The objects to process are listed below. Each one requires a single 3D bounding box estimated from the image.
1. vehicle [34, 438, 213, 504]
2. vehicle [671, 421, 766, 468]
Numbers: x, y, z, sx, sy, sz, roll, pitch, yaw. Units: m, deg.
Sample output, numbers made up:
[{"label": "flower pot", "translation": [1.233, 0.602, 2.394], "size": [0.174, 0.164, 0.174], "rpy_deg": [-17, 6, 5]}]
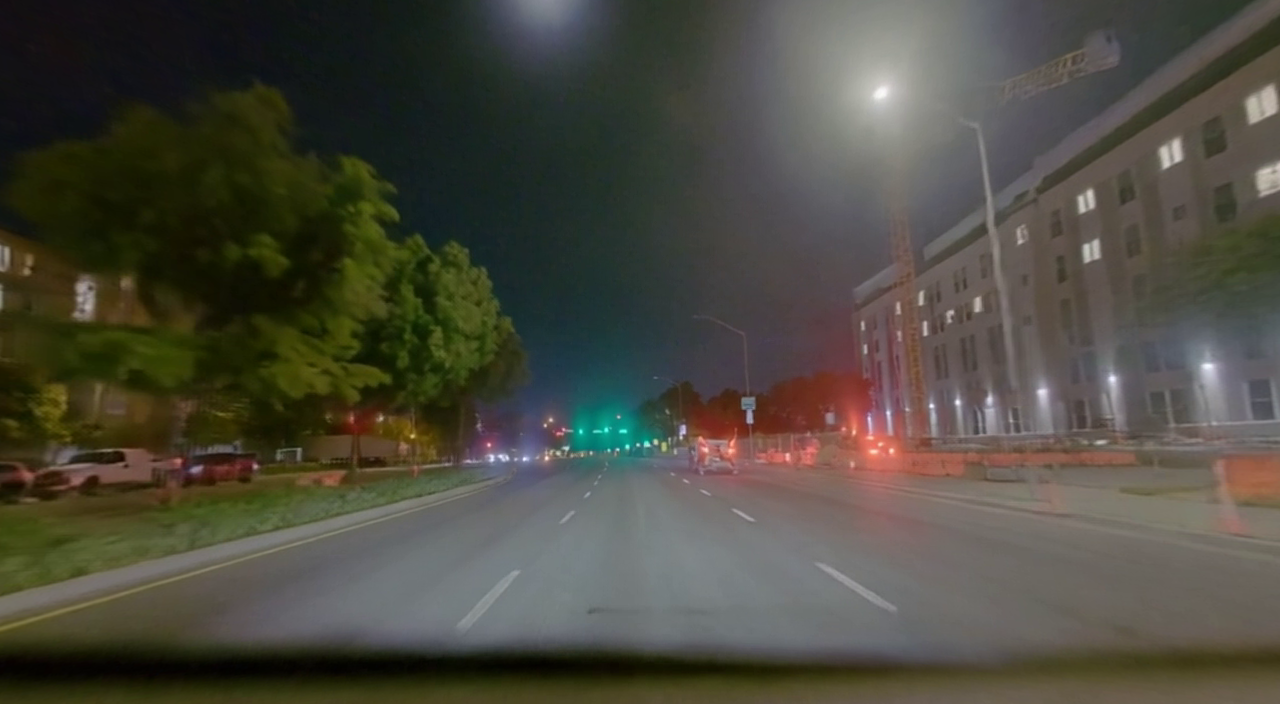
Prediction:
[{"label": "vehicle", "translation": [-18.141, 4.148, 22.601], "size": [2.286, 2.069, 5.077], "rpy_deg": [0, -8, -4]}, {"label": "vehicle", "translation": [5.290, 6.533, 44.242], "size": [3.060, 2.963, 7.552], "rpy_deg": [4, -10, -24]}]
